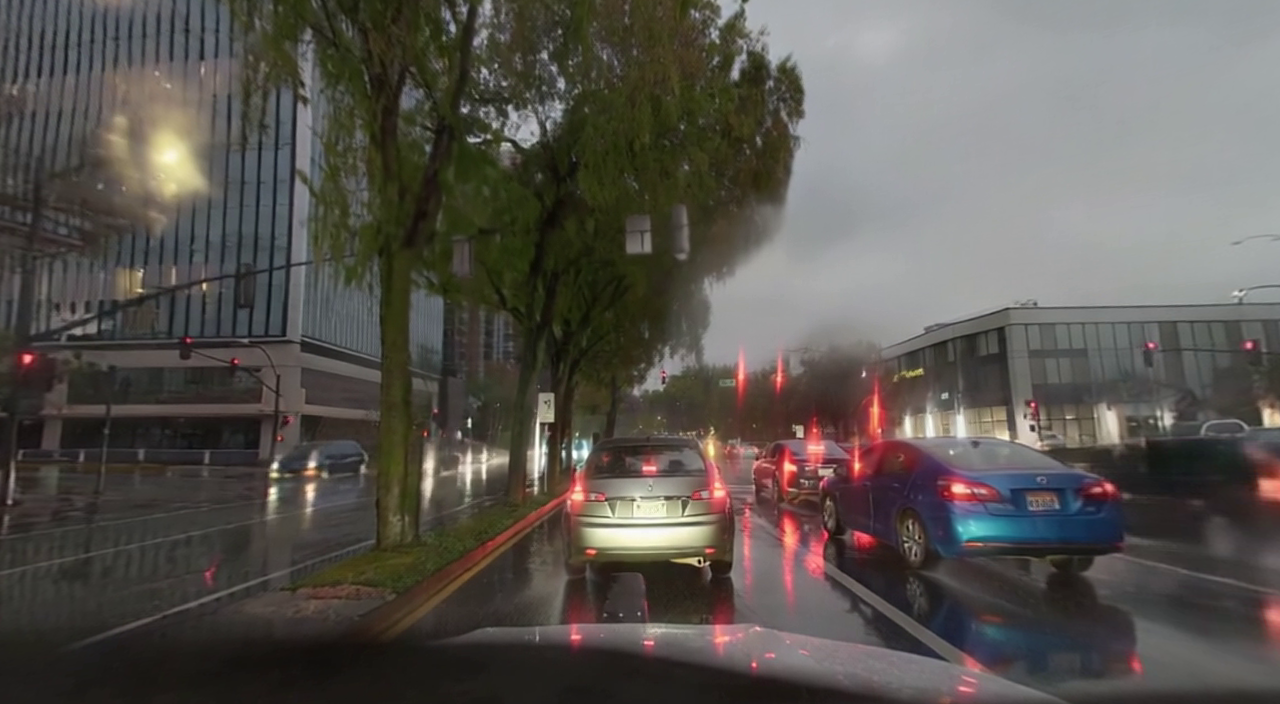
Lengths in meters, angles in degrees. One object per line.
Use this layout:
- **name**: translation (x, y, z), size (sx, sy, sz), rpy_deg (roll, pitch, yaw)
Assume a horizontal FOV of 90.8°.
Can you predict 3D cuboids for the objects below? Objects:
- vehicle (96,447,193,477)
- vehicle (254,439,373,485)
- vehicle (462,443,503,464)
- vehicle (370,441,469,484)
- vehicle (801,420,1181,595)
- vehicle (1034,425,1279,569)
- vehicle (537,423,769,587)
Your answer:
- **vehicle**: translation (-26.685, 5.908, 34.106), size (3.657, 1.528, 1.783), rpy_deg (1, -9, -4)
- **vehicle**: translation (-12.678, 4.289, 24.967), size (2.166, 1.659, 4.654), rpy_deg (0, -9, 1)
- **vehicle**: translation (-11.699, 7.558, 47.240), size (1.922, 1.466, 4.422), rpy_deg (0, -9, 0)
- **vehicle**: translation (-8.308, 4.187, 24.294), size (2.090, 1.475, 4.616), rpy_deg (0, -9, 1)
- **vehicle**: translation (3.623, 1.686, 7.783), size (2.018, 1.491, 4.544), rpy_deg (0, -9, -1)
- **vehicle**: translation (7.972, 1.856, 8.706), size (1.999, 1.562, 4.675), rpy_deg (0, -9, -1)
- **vehicle**: translation (0.098, 1.688, 7.781), size (2.087, 1.468, 4.014), rpy_deg (0, -9, -1)
